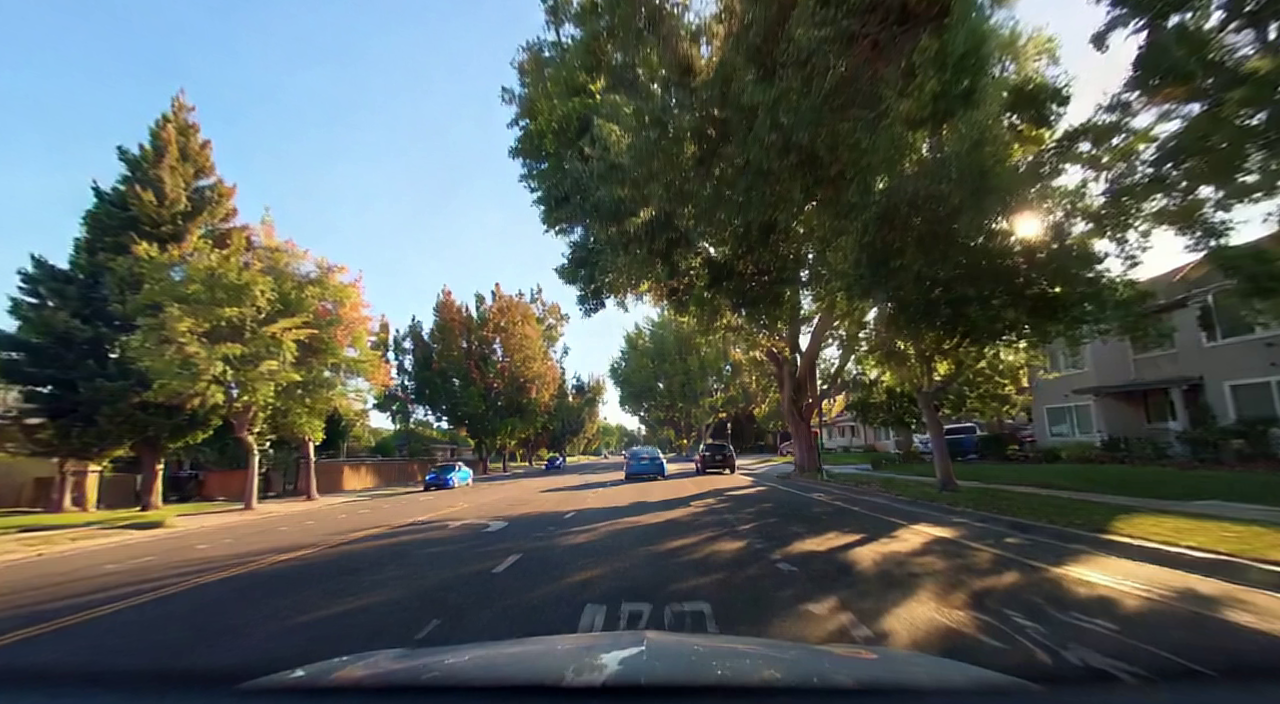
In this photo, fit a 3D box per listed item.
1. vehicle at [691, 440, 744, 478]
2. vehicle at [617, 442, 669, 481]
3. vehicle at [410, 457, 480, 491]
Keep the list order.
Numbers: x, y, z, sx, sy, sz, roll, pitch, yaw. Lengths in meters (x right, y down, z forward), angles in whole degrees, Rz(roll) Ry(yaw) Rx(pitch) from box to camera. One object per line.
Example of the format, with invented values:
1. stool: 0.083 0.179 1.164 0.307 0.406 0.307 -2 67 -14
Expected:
1. vehicle: 3.728 5.255 31.157 2.024 1.711 4.512 0 -8 -1
2. vehicle: 0.129 4.971 28.927 2.200 1.653 4.127 0 -8 0
3. vehicle: -9.779 6.131 31.989 1.916 1.492 4.677 -1 -8 2
